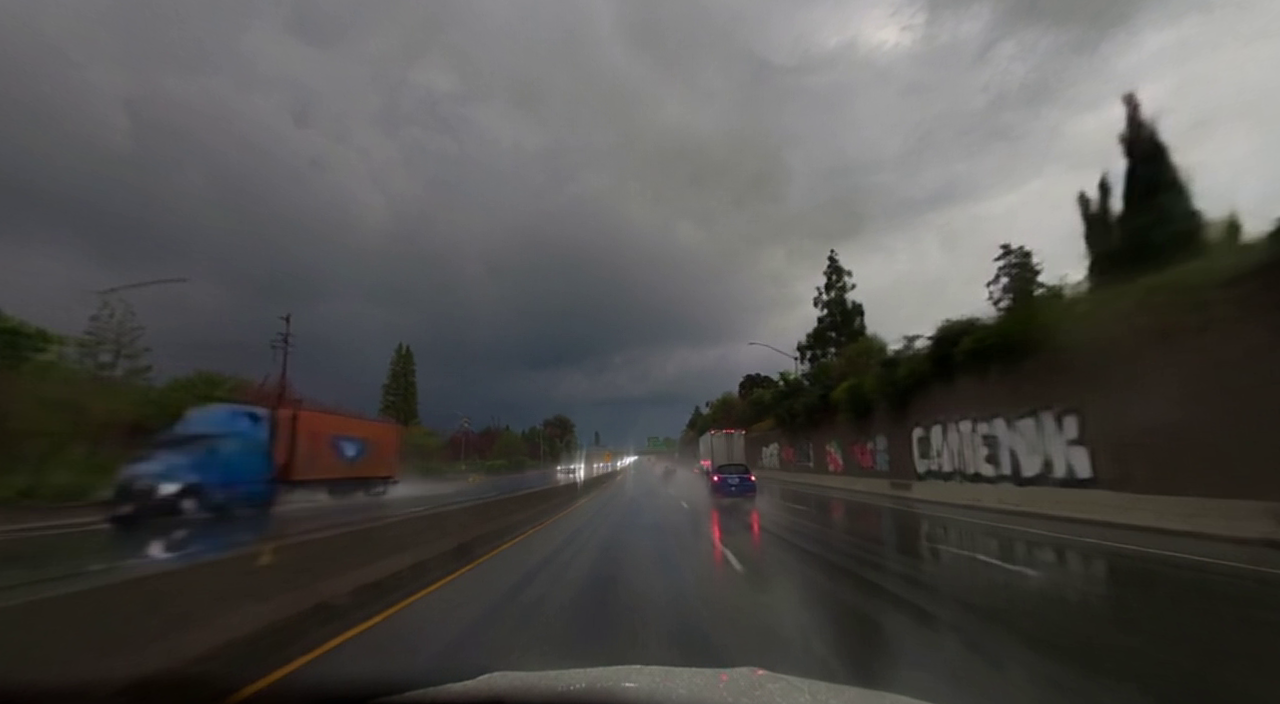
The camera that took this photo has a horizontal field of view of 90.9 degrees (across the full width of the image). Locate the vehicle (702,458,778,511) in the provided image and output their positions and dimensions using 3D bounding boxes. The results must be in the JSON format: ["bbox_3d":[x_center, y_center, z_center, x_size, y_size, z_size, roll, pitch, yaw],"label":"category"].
[{"bbox_3d":[3.273,4.417,21.297,2.011,1.574,3.512,1,-10,0],"label":"vehicle"}]

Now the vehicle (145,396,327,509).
[{"bbox_3d":[-16.503,4.268,26.520,2.937,4.102,6.574,1,-10,1],"label":"vehicle"}]
